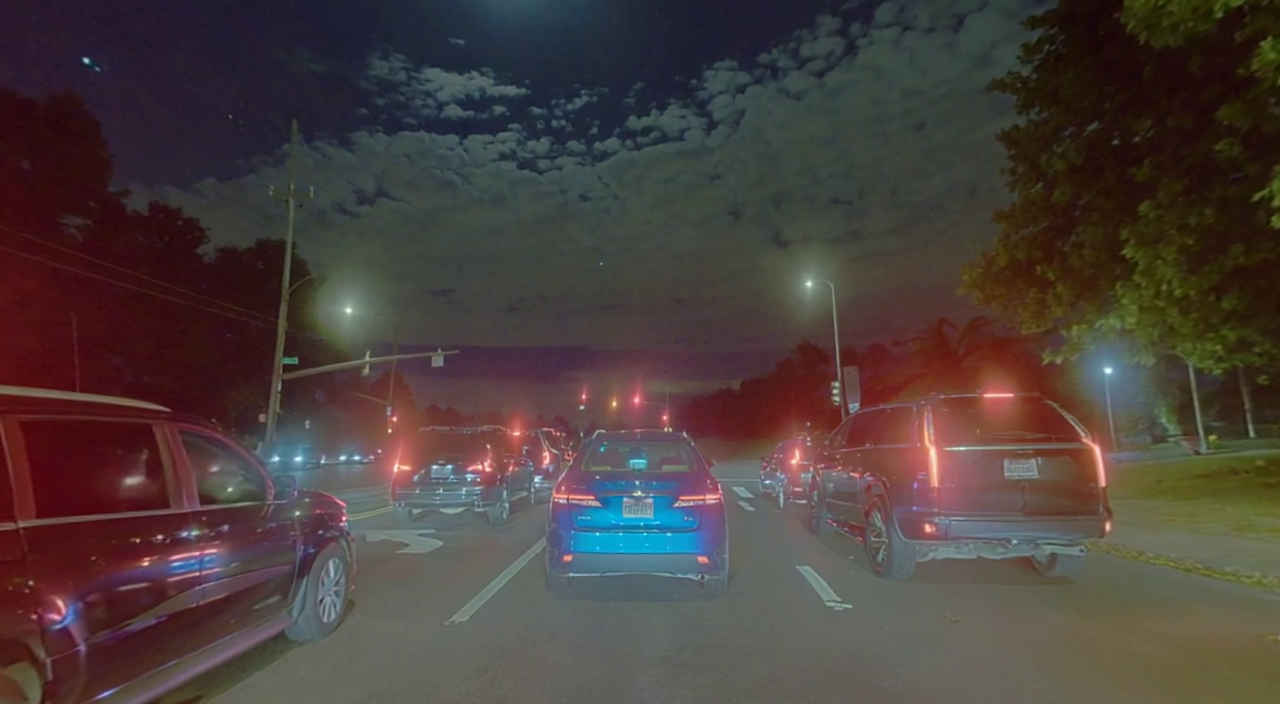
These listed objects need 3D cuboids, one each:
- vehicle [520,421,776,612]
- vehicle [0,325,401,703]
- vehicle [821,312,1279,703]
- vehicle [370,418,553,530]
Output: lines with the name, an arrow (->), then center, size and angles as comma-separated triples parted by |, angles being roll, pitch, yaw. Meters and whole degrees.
vehicle -> 0.025, 1.593, 7.030 | 2.021, 1.490, 3.948 | 0, -8, -1
vehicle -> -3.124, 0.956, 3.309 | 1.982, 1.721, 4.261 | 0, -8, 1
vehicle -> 3.217, 1.097, 4.728 | 2.141, 1.833, 4.704 | 0, -8, -2
vehicle -> -3.181, 2.300, 12.447 | 2.117, 1.772, 4.619 | 0, -8, 2
